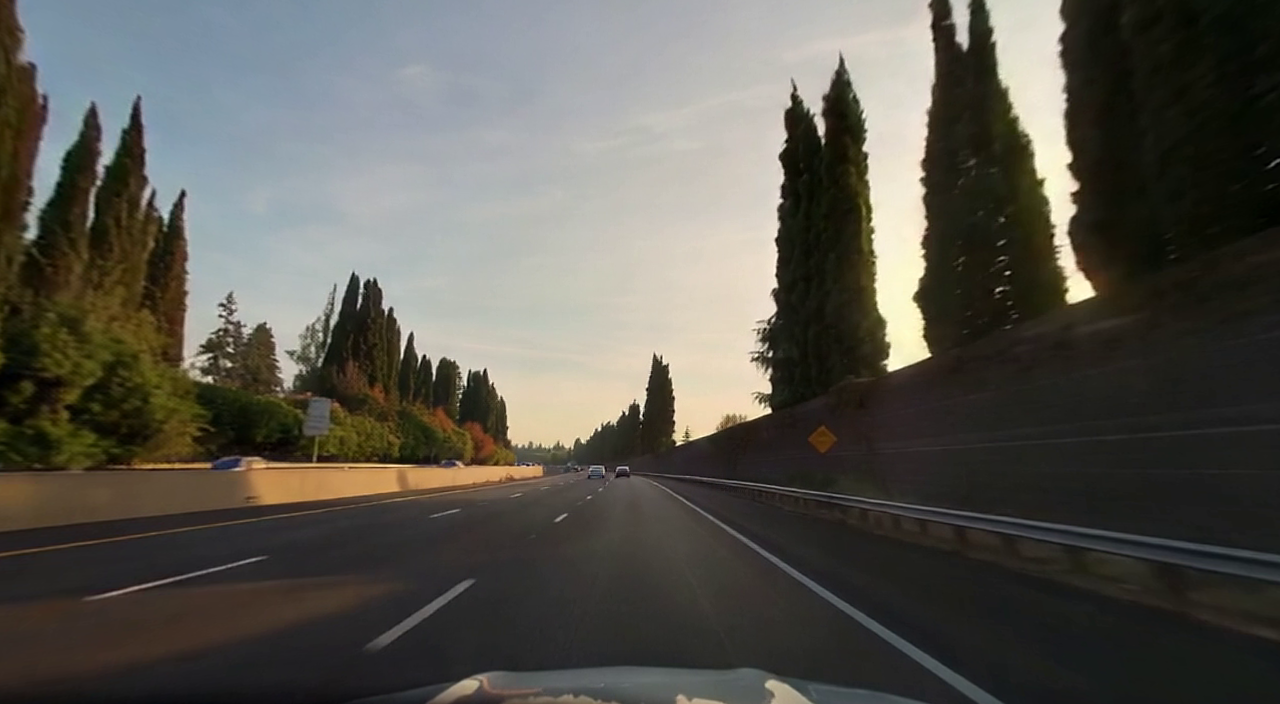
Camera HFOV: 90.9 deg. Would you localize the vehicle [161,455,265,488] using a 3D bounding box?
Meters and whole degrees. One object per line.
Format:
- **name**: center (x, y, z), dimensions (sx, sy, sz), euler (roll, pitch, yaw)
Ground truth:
- **vehicle**: center (-20.594, 5.807, 30.673), dimensions (1.799, 1.469, 4.617), euler (1, -11, 0)
